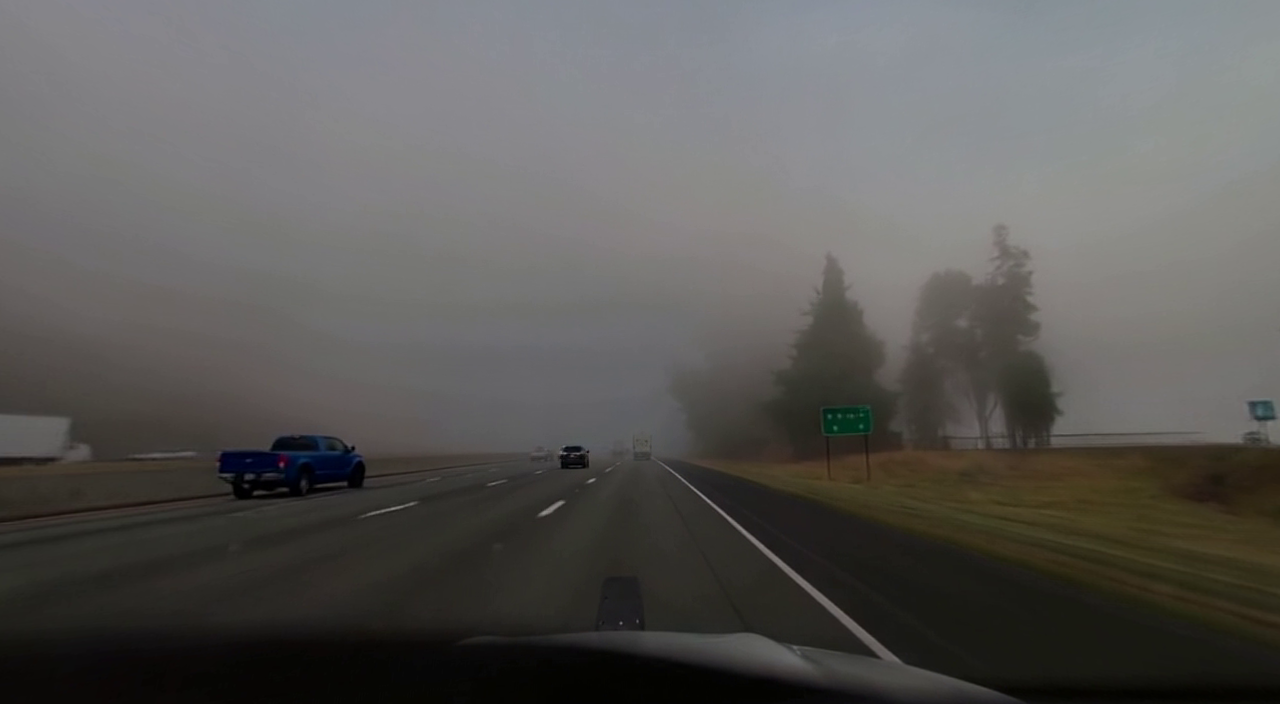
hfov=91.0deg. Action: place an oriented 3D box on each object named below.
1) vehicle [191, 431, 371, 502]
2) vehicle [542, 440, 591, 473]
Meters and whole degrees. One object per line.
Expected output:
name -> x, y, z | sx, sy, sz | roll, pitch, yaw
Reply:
vehicle -> -10.214, 3.297, 18.621 | 2.146, 1.764, 5.510 | 0, -9, -1
vehicle -> -3.973, 5.733, 34.646 | 2.094, 1.695, 4.260 | 0, -9, 1
